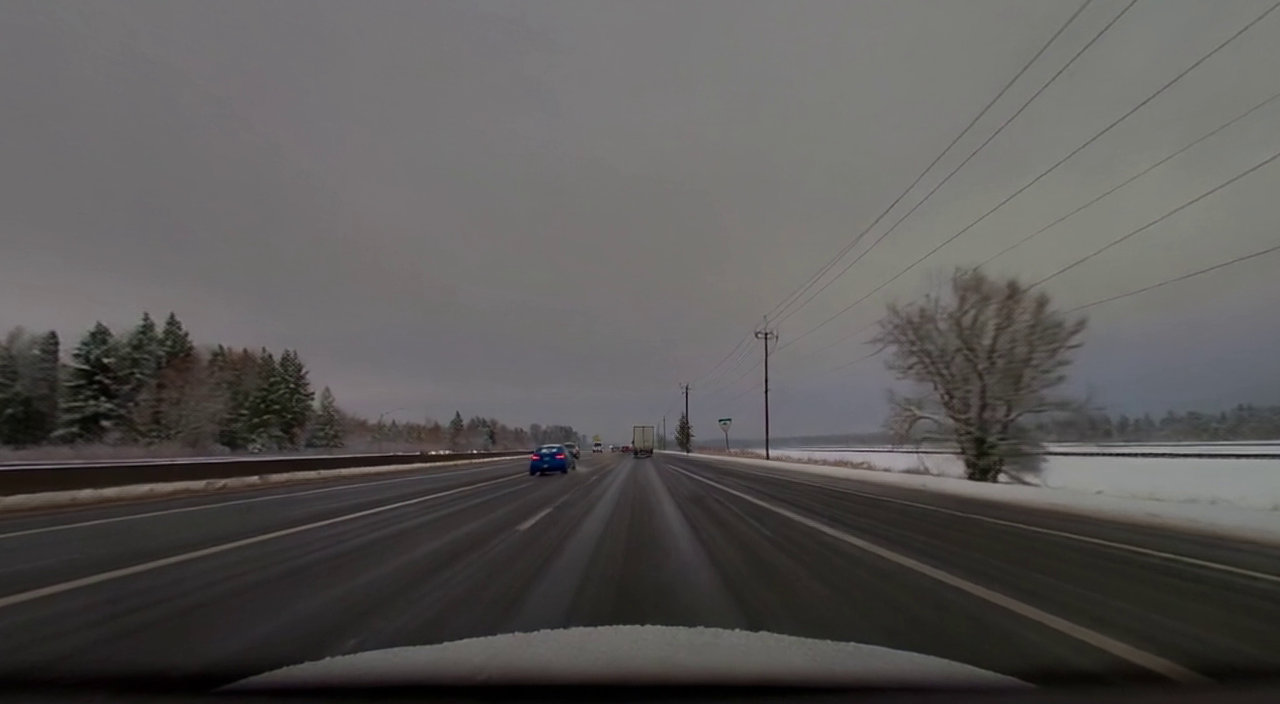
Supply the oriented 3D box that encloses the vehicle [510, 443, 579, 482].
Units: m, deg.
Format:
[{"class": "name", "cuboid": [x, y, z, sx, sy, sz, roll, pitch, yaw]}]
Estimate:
[{"class": "vehicle", "cuboid": [-3.882, 4.596, 26.459, 2.104, 1.501, 4.459, 0, -9, 1]}]
